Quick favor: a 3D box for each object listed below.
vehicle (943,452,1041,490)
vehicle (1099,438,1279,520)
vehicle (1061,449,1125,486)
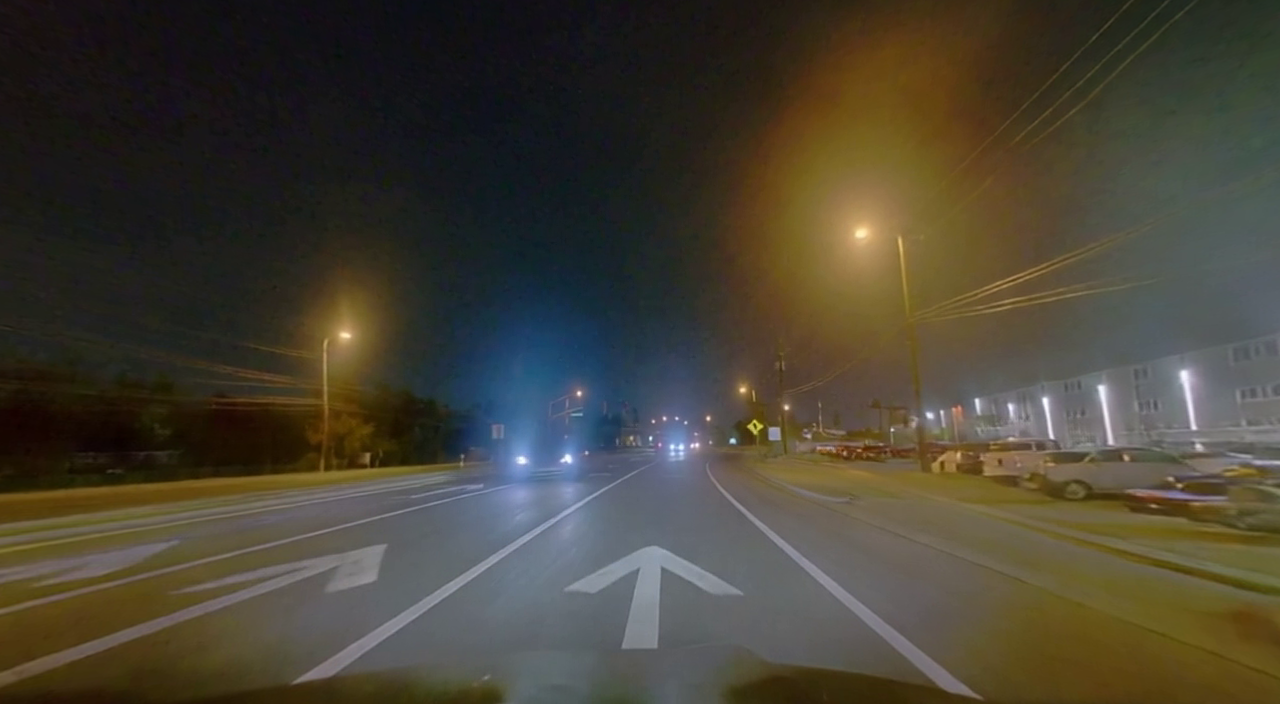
[{"bbox_3d":[16.670,5.648,30.167,1.832,1.413,4.505,-6,-8,-4],"label":"vehicle"},{"bbox_3d":[15.093,3.302,16.493,4.793,1.937,1.996,-6,-13,34],"label":"vehicle"},{"bbox_3d":[20.157,5.113,28.202,1.667,1.467,3.821,-4,-10,27],"label":"vehicle"}]
